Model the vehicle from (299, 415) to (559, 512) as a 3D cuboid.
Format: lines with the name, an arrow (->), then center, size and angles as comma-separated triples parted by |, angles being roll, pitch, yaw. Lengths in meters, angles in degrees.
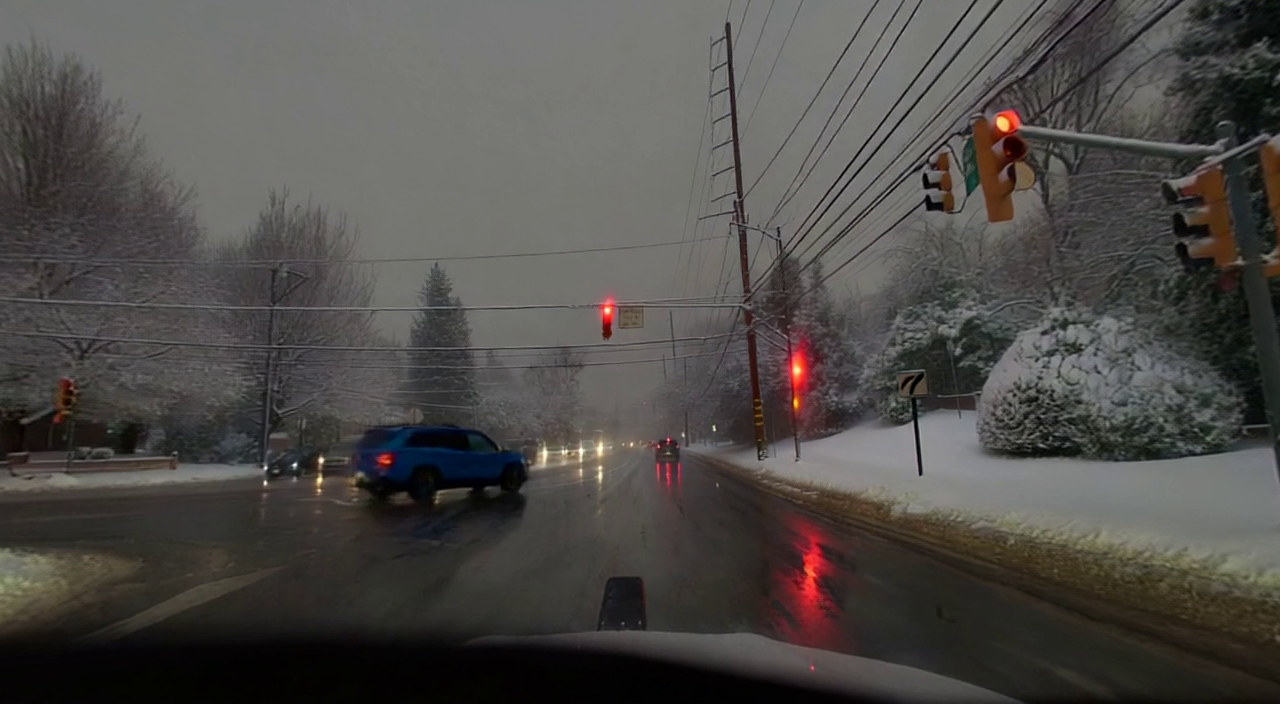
vehicle -> -5.030, 2.740, 15.994 | 2.137, 1.986, 5.930 | -7, -11, 40

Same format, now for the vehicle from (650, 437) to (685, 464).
vehicle -> 1.809, 6.673, 42.631 | 2.051, 1.666, 4.607 | 0, -8, -1

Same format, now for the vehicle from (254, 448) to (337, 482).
vehicle -> -17.130, 5.627, 31.430 | 1.942, 1.477, 3.957 | -4, -9, 0
